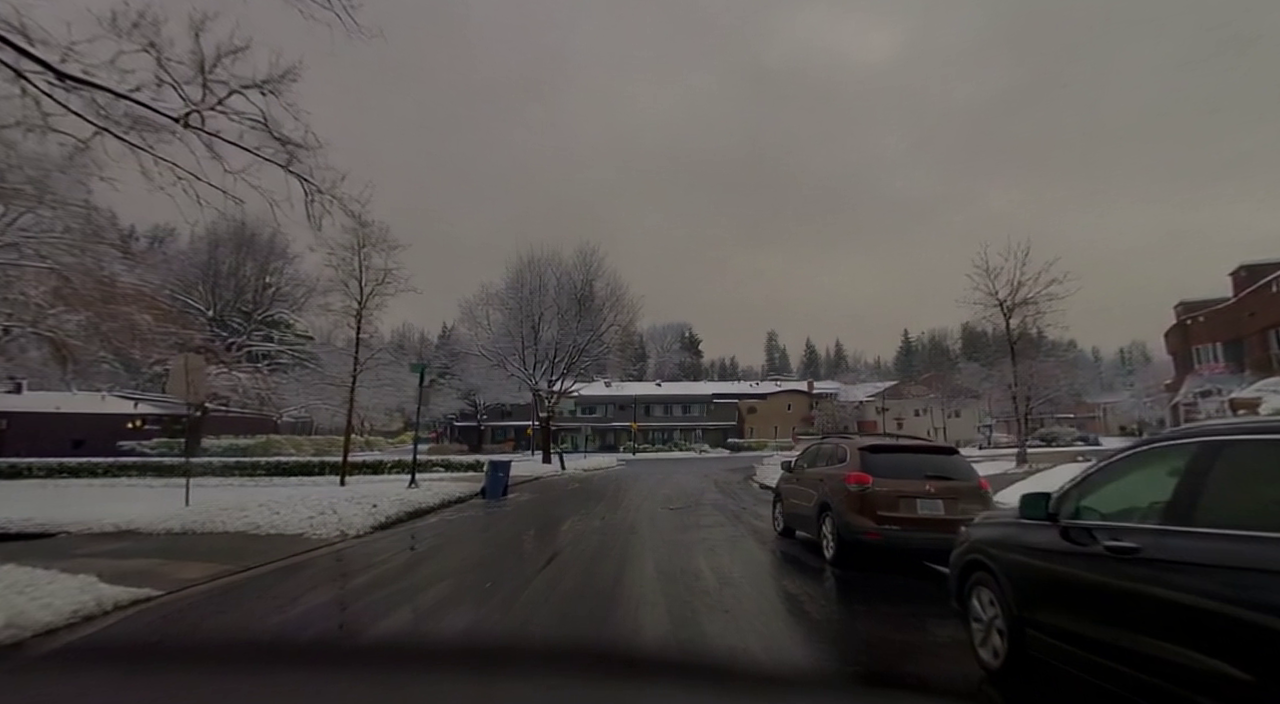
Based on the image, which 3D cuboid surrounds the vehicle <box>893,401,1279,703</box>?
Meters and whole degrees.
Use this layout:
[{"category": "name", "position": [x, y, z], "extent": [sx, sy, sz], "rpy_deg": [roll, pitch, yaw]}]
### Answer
[{"category": "vehicle", "position": [3.046, 1.031, 2.677], "extent": [2.064, 1.532, 4.596], "rpy_deg": [0, -9, 1]}]
